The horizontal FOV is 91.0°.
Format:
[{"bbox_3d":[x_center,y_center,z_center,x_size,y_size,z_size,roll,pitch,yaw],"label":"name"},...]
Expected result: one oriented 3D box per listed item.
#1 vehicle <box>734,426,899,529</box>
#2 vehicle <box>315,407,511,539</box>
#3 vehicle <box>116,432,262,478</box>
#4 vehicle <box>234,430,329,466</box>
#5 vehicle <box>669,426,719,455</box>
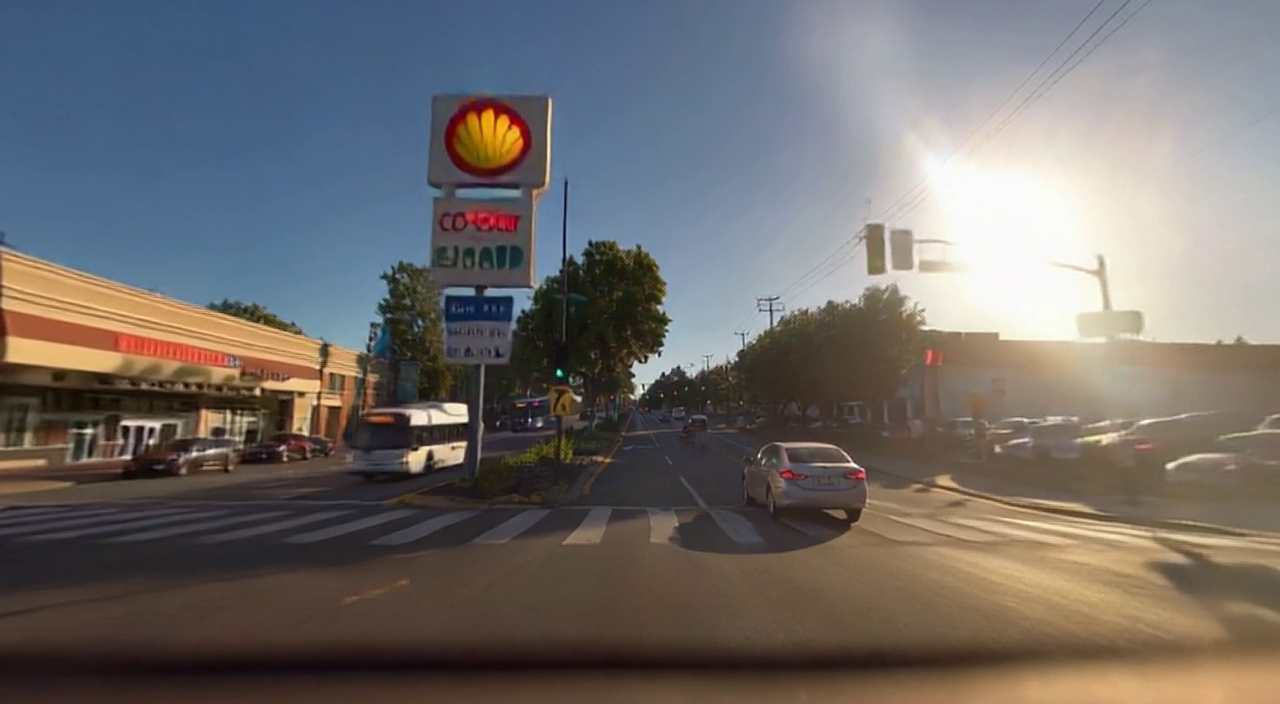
[{"bbox_3d":[3.251,2.385,12.605,1.999,1.679,4.217,0,-8,-1],"label":"vehicle"},{"bbox_3d":[-3.696,2.176,11.349,2.189,1.836,4.693,0,-12,-6],"label":"vehicle"},{"bbox_3d":[-17.795,4.084,25.239,1.956,1.634,5.000,0,-8,3],"label":"vehicle"},{"bbox_3d":[-17.968,4.807,31.808,2.079,1.672,4.333,0,-8,2],"label":"vehicle"},{"bbox_3d":[2.909,4.917,34.952,2.282,1.458,4.362,0,-8,-1],"label":"vehicle"}]
